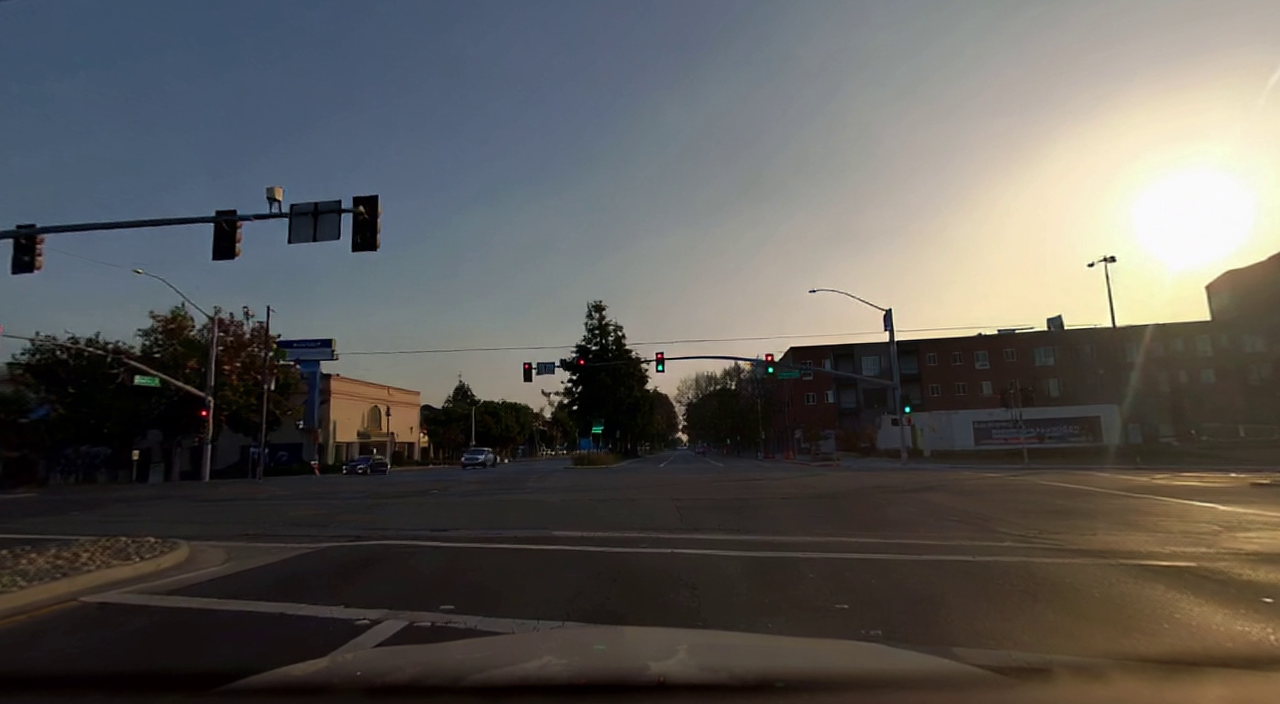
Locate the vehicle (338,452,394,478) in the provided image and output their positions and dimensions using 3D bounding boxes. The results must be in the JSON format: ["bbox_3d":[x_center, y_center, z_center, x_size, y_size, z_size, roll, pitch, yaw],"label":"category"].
[{"bbox_3d":[-18.832,7.782,43.627,1.933,1.664,4.255,0,-9,1],"label":"vehicle"}]

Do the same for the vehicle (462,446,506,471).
[{"bbox_3d":[-12.161,8.304,49.565,2.151,1.847,4.634,0,-9,0],"label":"vehicle"}]
